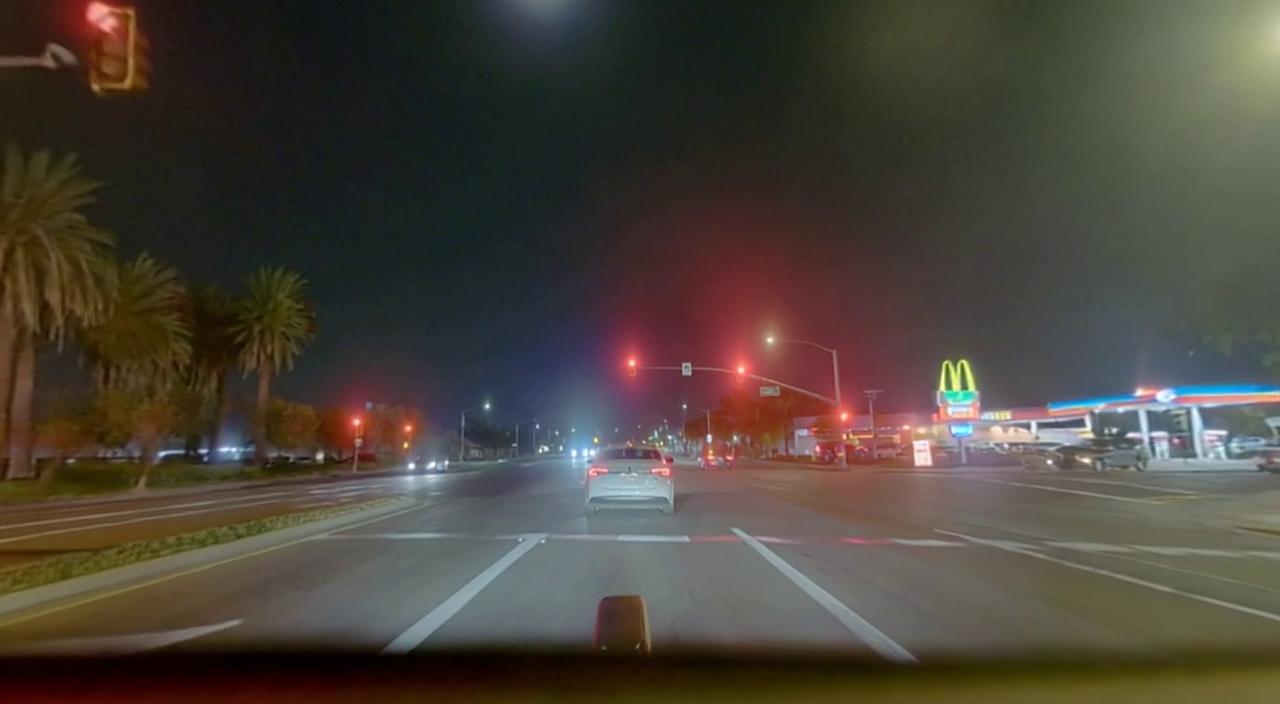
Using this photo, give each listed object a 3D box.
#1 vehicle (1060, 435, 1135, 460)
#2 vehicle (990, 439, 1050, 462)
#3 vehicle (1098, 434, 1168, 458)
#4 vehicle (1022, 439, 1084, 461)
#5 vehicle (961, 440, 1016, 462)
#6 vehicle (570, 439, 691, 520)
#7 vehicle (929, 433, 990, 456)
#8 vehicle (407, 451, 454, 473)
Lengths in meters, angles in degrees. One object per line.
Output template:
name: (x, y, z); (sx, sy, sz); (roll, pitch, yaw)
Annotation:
vehicle: (31.934, 6.696, 44.282); (1.903, 1.630, 4.320); (0, -8, -1)
vehicle: (26.509, 6.887, 44.227); (1.923, 1.501, 3.849); (-1, -8, 2)
vehicle: (34.561, 6.605, 44.413); (1.824, 1.643, 3.789); (0, -8, -1)
vehicle: (28.975, 6.882, 44.452); (1.848, 1.467, 3.941); (-1, -8, 3)
vehicle: (24.441, 6.941, 44.466); (1.738, 1.462, 3.609); (0, -8, -1)
vehicle: (-0.167, 2.731, 14.145); (2.270, 1.475, 4.571); (0, -8, 0)
vehicle: (24.736, 7.168, 49.035); (3.783, 1.560, 1.853); (-5, -10, 14)
vehicle: (-15.499, 8.111, 46.967); (1.896, 1.508, 4.659); (0, -8, -1)
